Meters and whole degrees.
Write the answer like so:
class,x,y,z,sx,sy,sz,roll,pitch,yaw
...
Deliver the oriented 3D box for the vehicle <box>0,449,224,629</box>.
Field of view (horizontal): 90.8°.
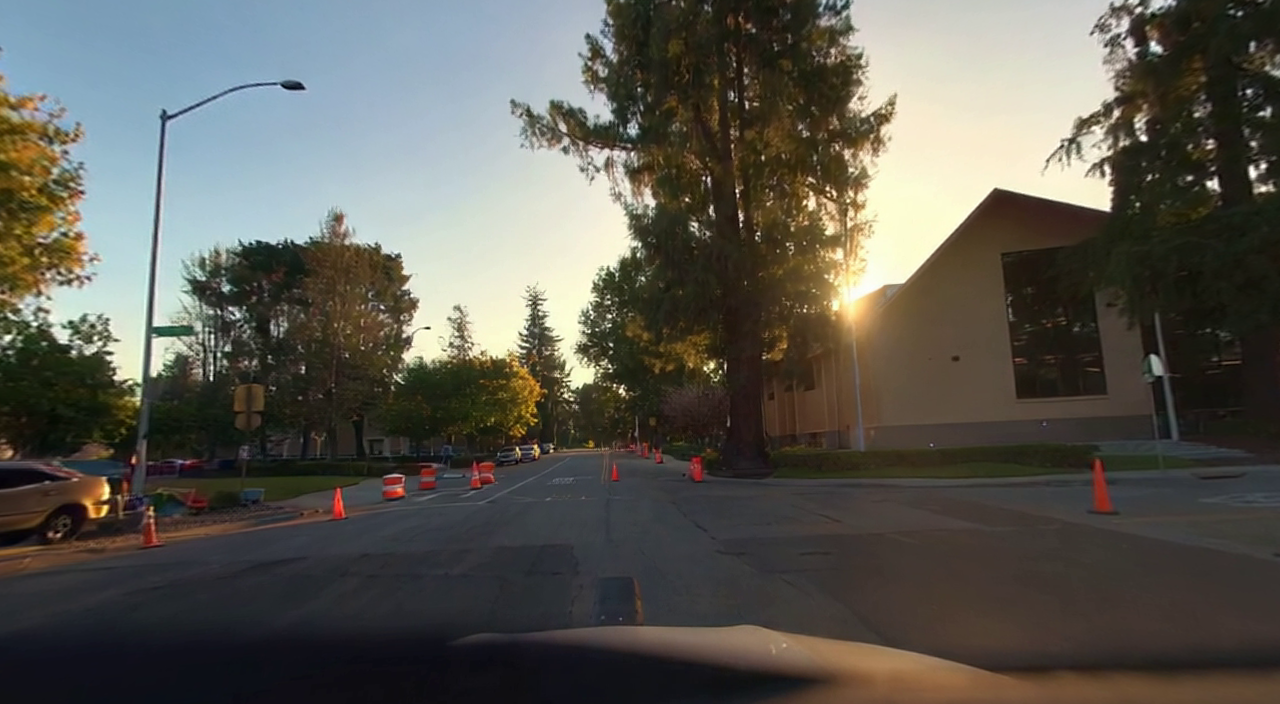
class,x,y,z,sx,sy,sz,roll,pitch,yaw
vehicle,-7.625,1.780,5.855,2.961,1.701,7.563,1,-8,-5
